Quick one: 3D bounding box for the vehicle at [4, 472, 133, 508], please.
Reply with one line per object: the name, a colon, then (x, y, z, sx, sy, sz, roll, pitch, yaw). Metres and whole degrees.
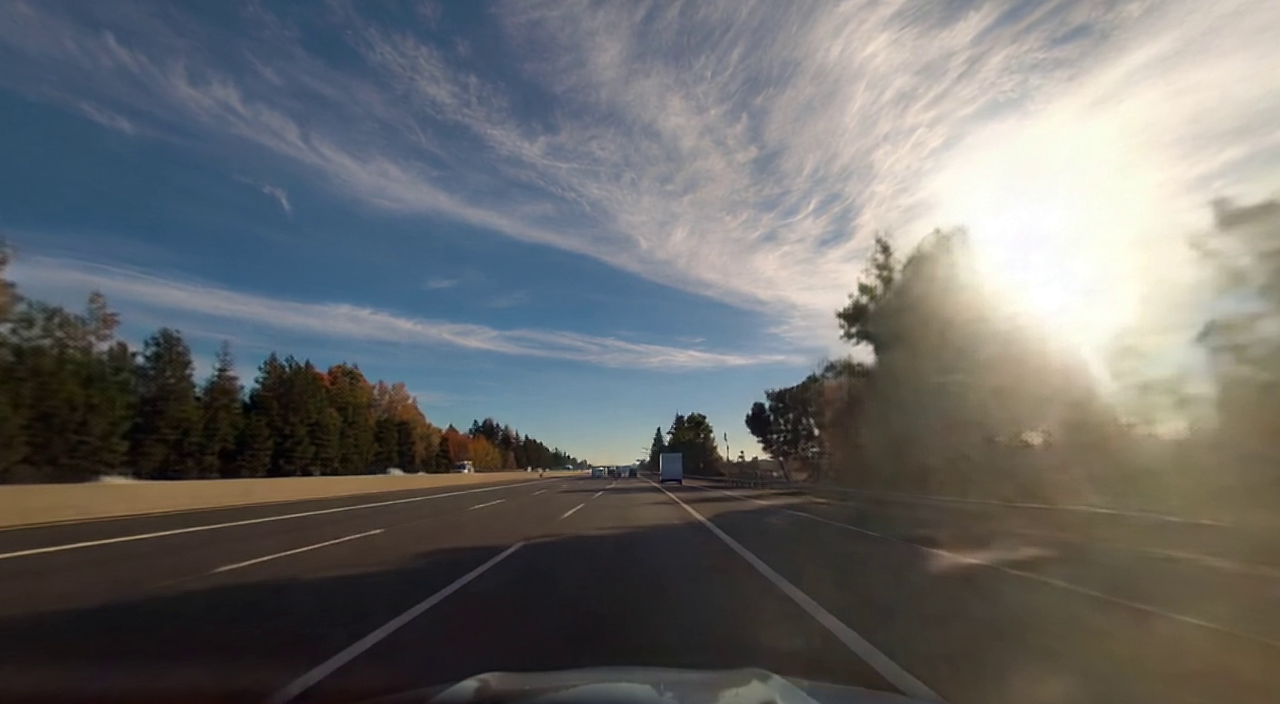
vehicle: (-26.667, 6.434, 29.665, 1.857, 1.530, 4.453, 1, -10, 0)
